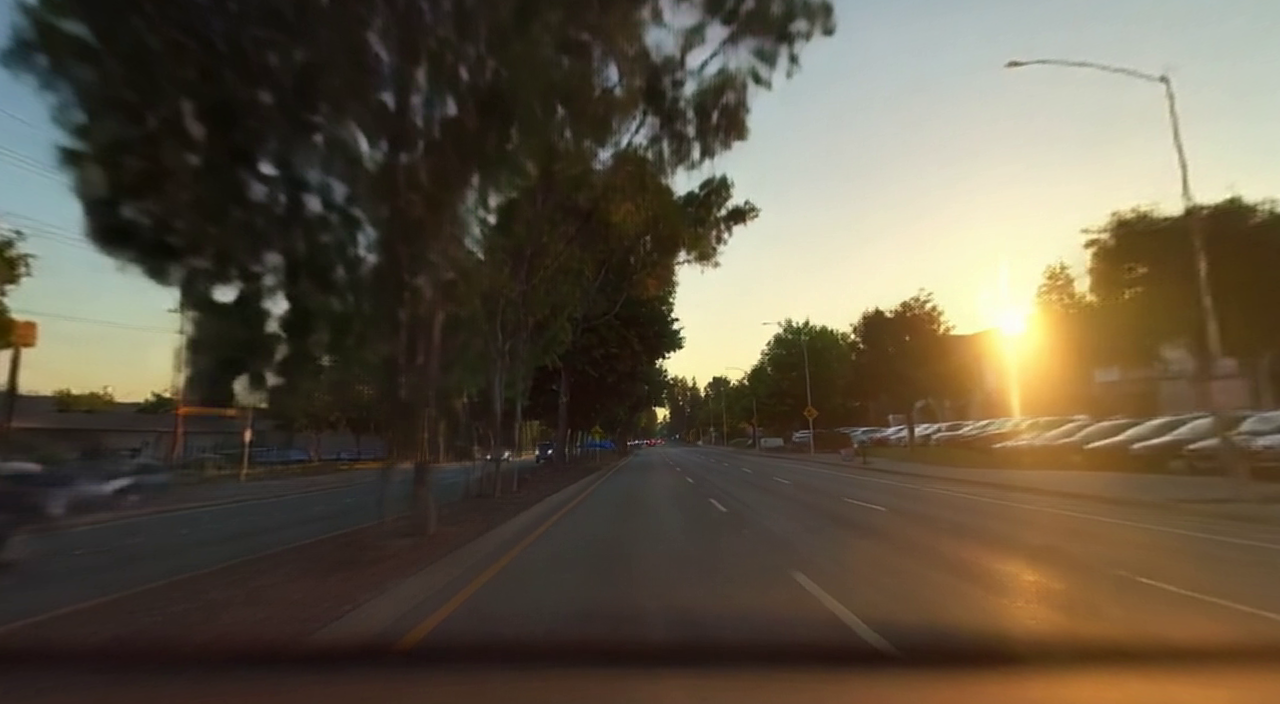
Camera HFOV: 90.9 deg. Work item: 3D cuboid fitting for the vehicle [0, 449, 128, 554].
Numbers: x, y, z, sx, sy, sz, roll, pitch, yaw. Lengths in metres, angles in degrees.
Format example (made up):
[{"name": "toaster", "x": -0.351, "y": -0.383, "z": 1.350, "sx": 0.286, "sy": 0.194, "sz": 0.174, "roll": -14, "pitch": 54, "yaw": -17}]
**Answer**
[{"name": "vehicle", "x": -10.023, "y": 2.083, "z": 8.687, "sx": 1.942, "sy": 1.468, "sz": 4.708, "roll": 0, "pitch": -9, "yaw": 1}]
